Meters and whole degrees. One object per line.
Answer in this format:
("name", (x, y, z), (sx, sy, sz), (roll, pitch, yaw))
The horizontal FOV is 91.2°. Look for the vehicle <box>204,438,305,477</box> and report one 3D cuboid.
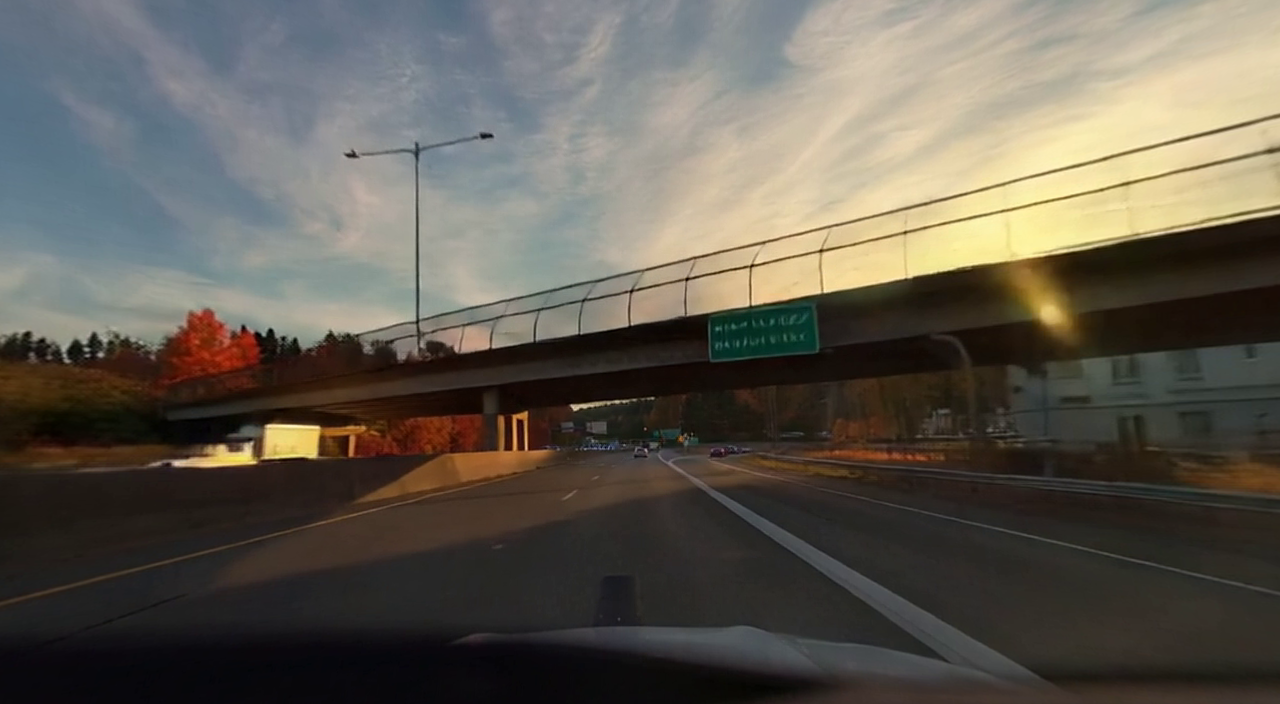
("vehicle", (-21.905, 6.004, 35.931), (2.136, 2.060, 5.390), (-1, -9, 3))
